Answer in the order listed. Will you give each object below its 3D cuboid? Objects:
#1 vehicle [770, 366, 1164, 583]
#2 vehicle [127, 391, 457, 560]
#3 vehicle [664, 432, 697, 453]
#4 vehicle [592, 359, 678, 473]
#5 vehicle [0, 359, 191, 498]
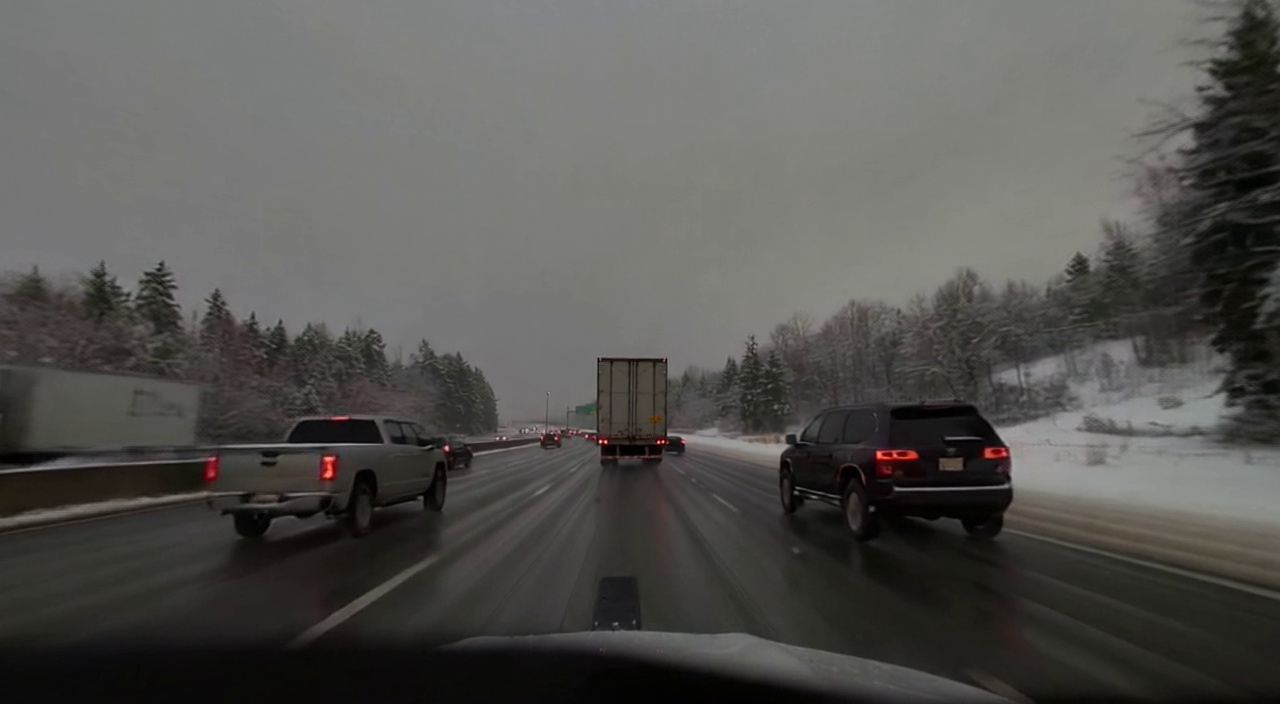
[{"bbox_3d":[3.310,1.363,7.871,2.118,1.832,4.901,0,-8,-3],"label":"vehicle"},{"bbox_3d":[-4.282,1.585,8.825,2.134,1.752,4.375,0,-8,-1],"label":"vehicle"},{"bbox_3d":[3.121,7.121,49.616,2.044,1.508,4.716,0,-8,-3],"label":"vehicle"},{"bbox_3d":[-0.503,2.881,26.790,2.904,3.915,10.473,0,-8,-4],"label":"vehicle"},{"bbox_3d":[-19.992,2.584,20.903,2.974,3.945,9.859,0,-8,-1],"label":"vehicle"}]
